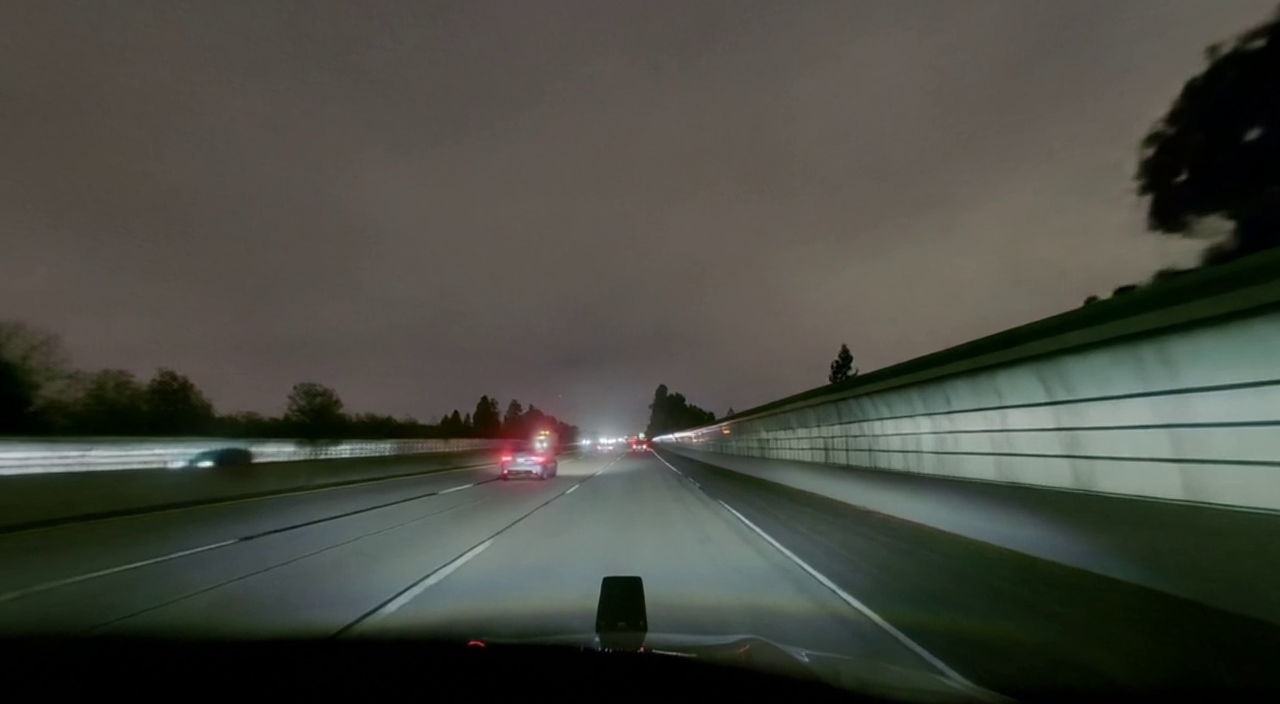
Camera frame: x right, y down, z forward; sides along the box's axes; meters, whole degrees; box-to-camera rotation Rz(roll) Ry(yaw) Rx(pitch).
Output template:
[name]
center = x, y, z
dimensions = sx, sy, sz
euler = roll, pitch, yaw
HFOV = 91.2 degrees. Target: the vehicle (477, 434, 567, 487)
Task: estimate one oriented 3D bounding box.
[vehicle]
center = -3.726, 3.506, 20.595
dimensions = 2.059, 1.541, 4.296
euler = 0, -8, 1
